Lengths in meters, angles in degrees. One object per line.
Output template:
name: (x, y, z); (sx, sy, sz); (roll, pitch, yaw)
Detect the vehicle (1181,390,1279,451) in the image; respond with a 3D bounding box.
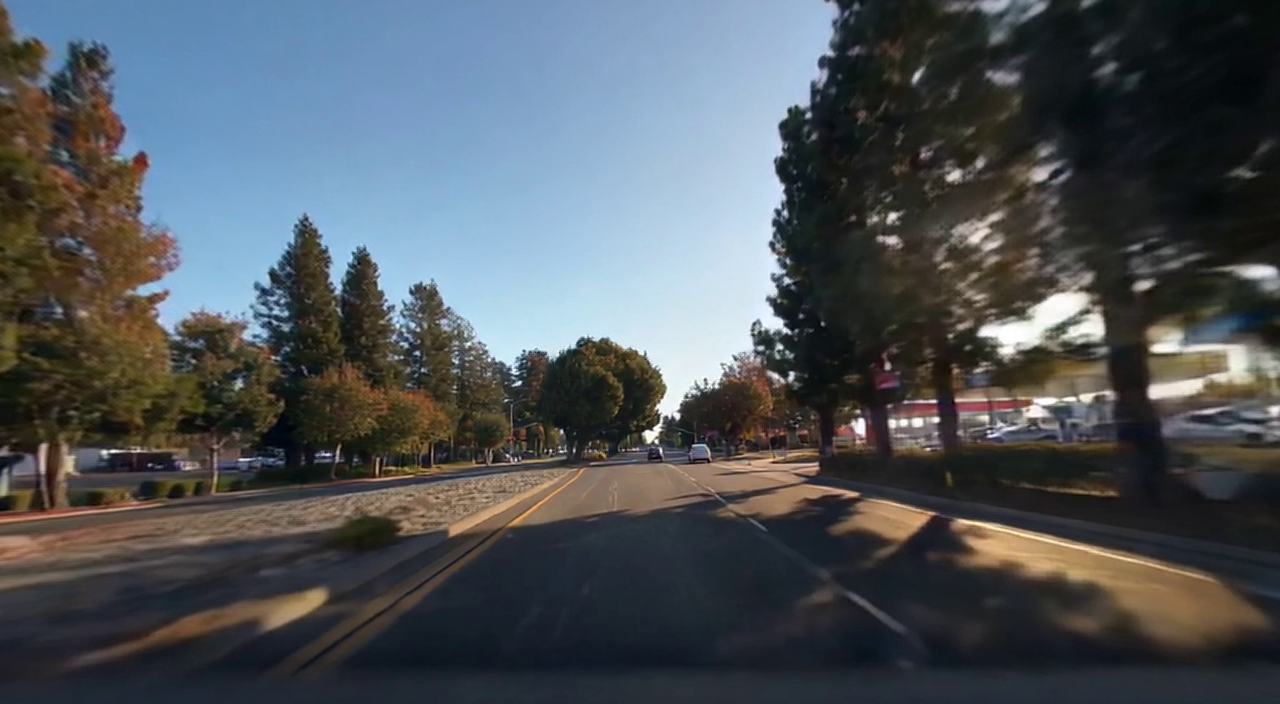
vehicle: (21.295, 2.359, 21.226); (4.098, 1.771, 2.147); (1, -10, 2)

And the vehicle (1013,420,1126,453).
vehicle: (22.609, 4.505, 33.398); (4.479, 1.453, 1.899); (-2, -10, 0)
